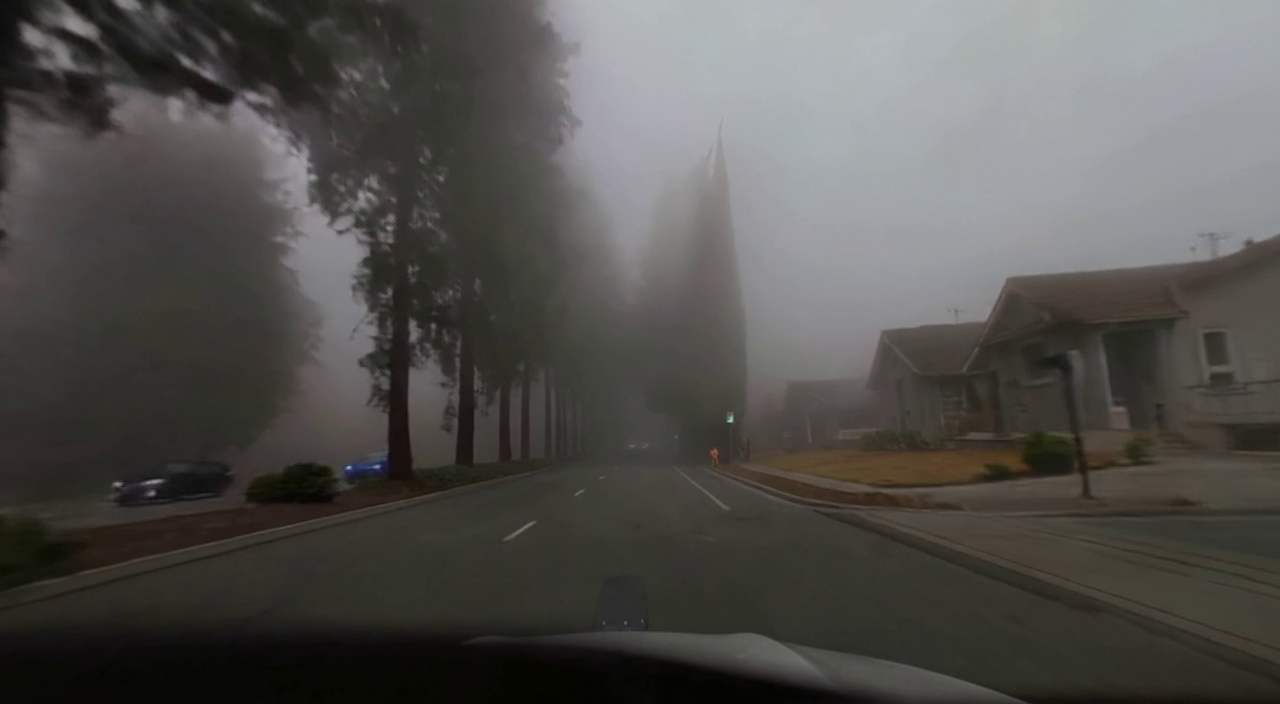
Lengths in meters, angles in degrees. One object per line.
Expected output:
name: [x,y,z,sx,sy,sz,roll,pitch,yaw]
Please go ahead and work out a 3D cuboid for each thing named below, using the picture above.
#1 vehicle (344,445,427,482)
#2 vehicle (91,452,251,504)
vehicle: [-12.242,5.352,30.702,2.193,1.628,4.560,0,-8,-1]
vehicle: [-15.236,4.069,20.866,1.942,1.481,4.412,0,-8,-1]
